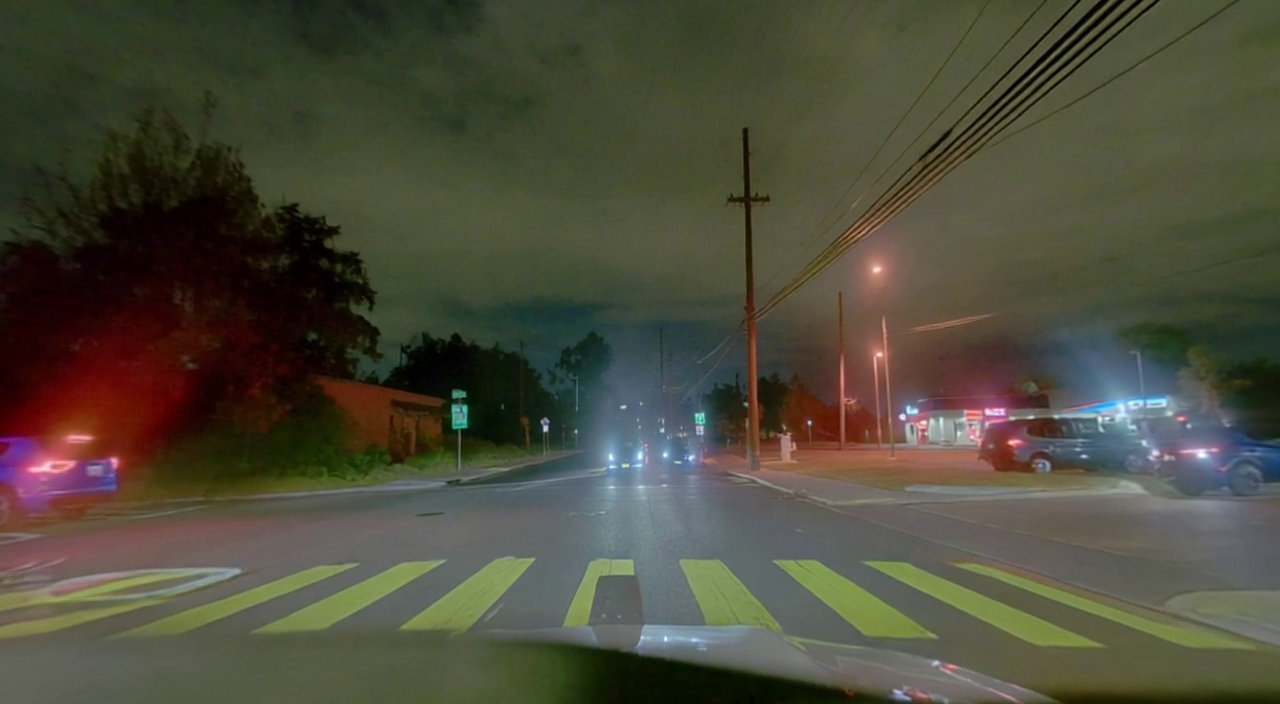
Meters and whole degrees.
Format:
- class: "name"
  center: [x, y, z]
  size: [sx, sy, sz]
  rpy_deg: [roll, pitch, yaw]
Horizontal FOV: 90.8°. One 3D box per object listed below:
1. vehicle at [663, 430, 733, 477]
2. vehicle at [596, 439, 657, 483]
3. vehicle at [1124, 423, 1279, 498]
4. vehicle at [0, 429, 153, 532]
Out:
- class: "vehicle"
  center: [2.477, 4.554, 28.542]
  size: [2.553, 1.868, 5.536]
  rpy_deg: [0, -8, -1]
- class: "vehicle"
  center: [-0.568, 3.894, 22.895]
  size: [1.874, 1.427, 3.976]
  rpy_deg: [1, -8, -6]
- class: "vehicle"
  center: [13.165, 2.181, 12.860]
  size: [4.872, 1.400, 1.955]
  rpy_deg: [-1, -8, 3]
- class: "vehicle"
  center: [-13.772, 2.532, 12.710]
  size: [5.866, 1.904, 2.197]
  rpy_deg: [1, -8, -6]
